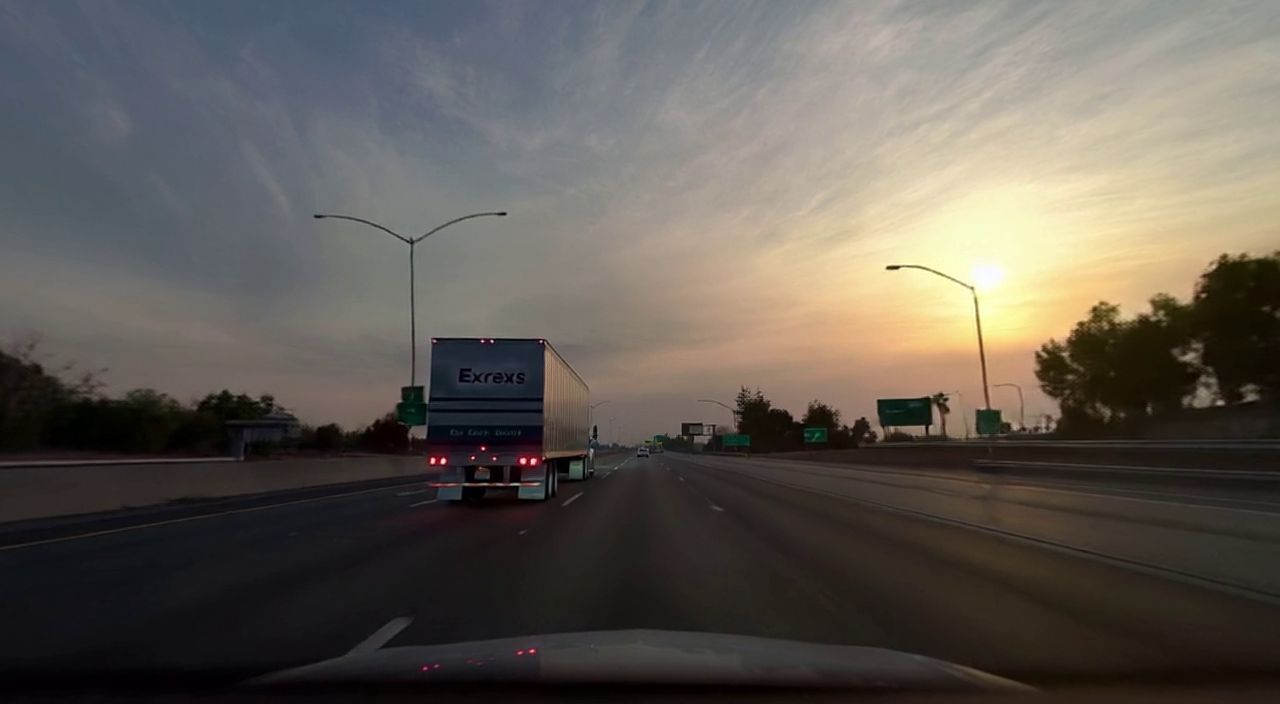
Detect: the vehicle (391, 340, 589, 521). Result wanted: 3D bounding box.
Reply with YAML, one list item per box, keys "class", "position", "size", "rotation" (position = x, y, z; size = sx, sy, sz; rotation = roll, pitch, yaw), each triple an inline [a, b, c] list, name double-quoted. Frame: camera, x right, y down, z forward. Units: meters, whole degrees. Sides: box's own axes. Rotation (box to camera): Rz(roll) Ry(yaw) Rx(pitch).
- class: "vehicle"
  position: [-3.179, 2.103, 16.222]
  size: [2.922, 3.458, 8.360]
  rotation: [0, -9, 1]
